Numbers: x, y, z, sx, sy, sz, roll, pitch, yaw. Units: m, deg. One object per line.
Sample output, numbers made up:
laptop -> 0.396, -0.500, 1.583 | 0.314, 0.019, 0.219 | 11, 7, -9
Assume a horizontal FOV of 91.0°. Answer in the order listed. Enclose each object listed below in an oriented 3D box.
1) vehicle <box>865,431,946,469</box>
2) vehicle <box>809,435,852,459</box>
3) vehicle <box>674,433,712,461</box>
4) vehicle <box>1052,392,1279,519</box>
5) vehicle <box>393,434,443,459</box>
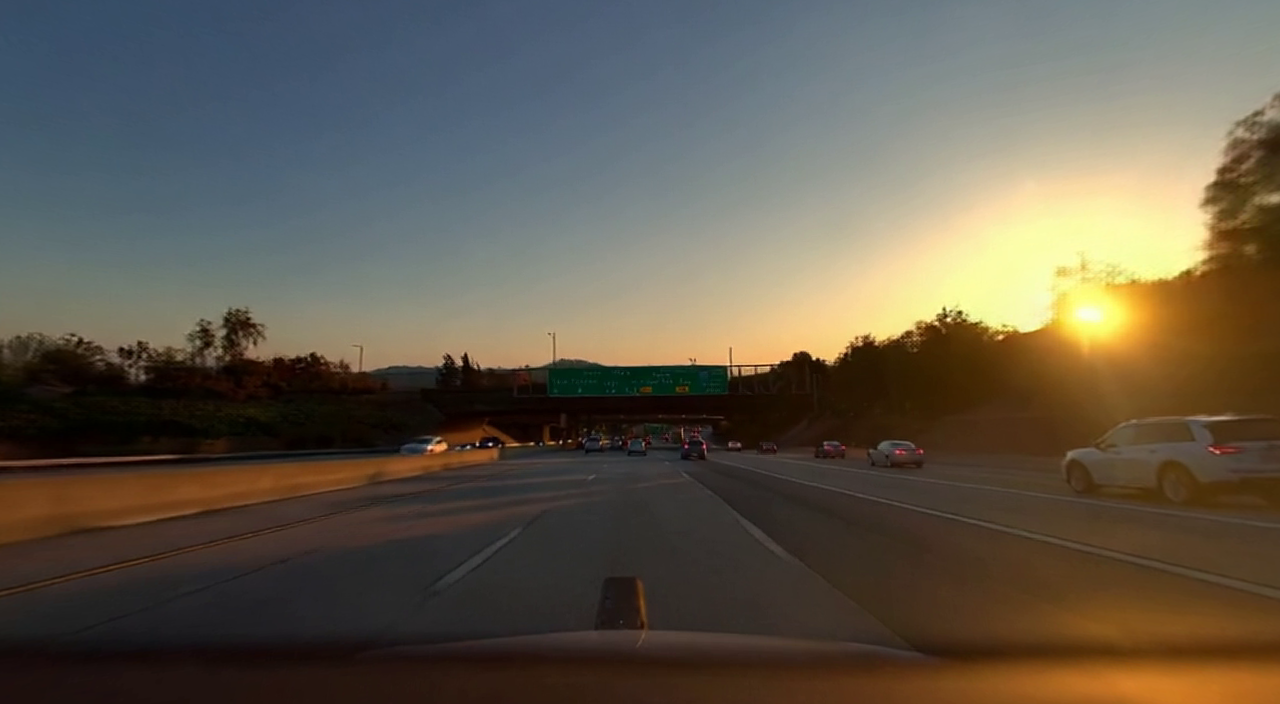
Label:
vehicle -> 13.432, 5.007, 32.188 | 2.116, 1.754, 4.727 | 0, -8, 1
vehicle -> 14.551, 7.259, 48.262 | 2.020, 1.707, 4.424 | 0, -8, 1
vehicle -> 3.487, 6.393, 42.437 | 2.147, 1.794, 4.538 | 1, -8, 0
vehicle -> 12.223, 2.201, 13.639 | 2.442, 2.140, 6.462 | 0, -8, 3
vehicle -> -17.326, 7.403, 49.329 | 2.083, 1.785, 4.877 | 0, -8, 1
